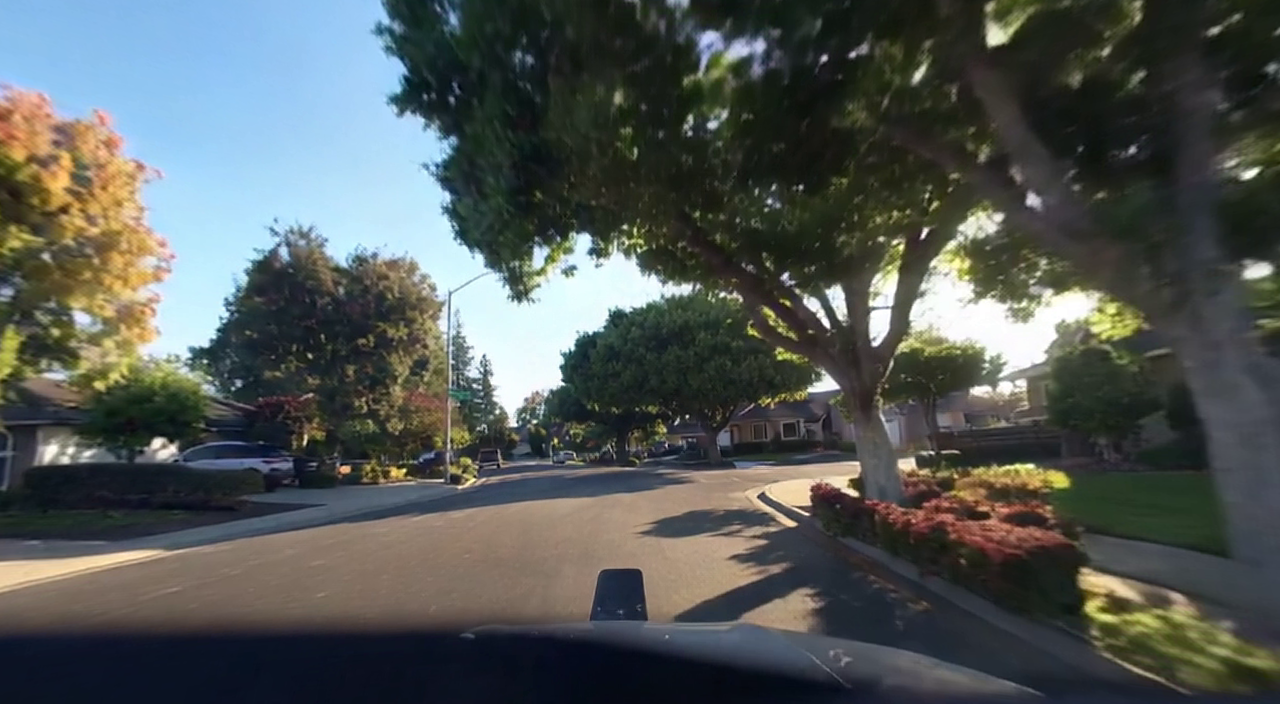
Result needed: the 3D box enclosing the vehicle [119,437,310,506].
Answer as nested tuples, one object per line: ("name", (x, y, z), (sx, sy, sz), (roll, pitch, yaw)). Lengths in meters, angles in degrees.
("vehicle", (-14.756, 4.186, 22.302), (5.045, 1.835, 2.315), (-3, -10, -12))
